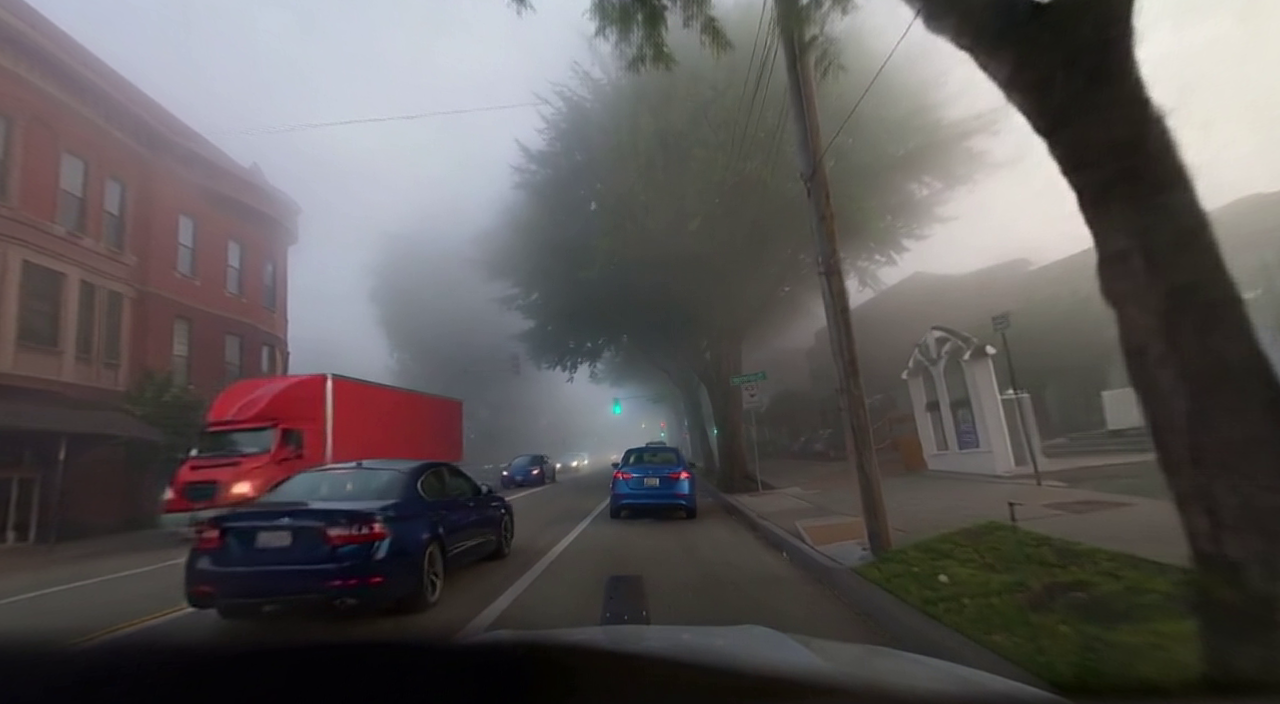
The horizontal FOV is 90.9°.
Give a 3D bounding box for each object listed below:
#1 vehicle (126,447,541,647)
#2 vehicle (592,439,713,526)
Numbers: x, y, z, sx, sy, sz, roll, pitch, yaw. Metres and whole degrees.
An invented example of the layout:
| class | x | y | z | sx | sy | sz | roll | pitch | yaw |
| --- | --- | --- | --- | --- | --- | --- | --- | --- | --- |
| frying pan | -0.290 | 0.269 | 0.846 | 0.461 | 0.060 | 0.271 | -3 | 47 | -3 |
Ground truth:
| class | x | y | z | sx | sy | sz | roll | pitch | yaw |
| --- | --- | --- | --- | --- | --- | --- | --- | --- | --- |
| vehicle | -2.667 | 1.809 | 7.137 | 2.099 | 1.424 | 4.843 | -1 | -8 | 3 |
| vehicle | 0.249 | 2.563 | 12.953 | 2.094 | 1.478 | 3.922 | 0 | -8 | 1 |
